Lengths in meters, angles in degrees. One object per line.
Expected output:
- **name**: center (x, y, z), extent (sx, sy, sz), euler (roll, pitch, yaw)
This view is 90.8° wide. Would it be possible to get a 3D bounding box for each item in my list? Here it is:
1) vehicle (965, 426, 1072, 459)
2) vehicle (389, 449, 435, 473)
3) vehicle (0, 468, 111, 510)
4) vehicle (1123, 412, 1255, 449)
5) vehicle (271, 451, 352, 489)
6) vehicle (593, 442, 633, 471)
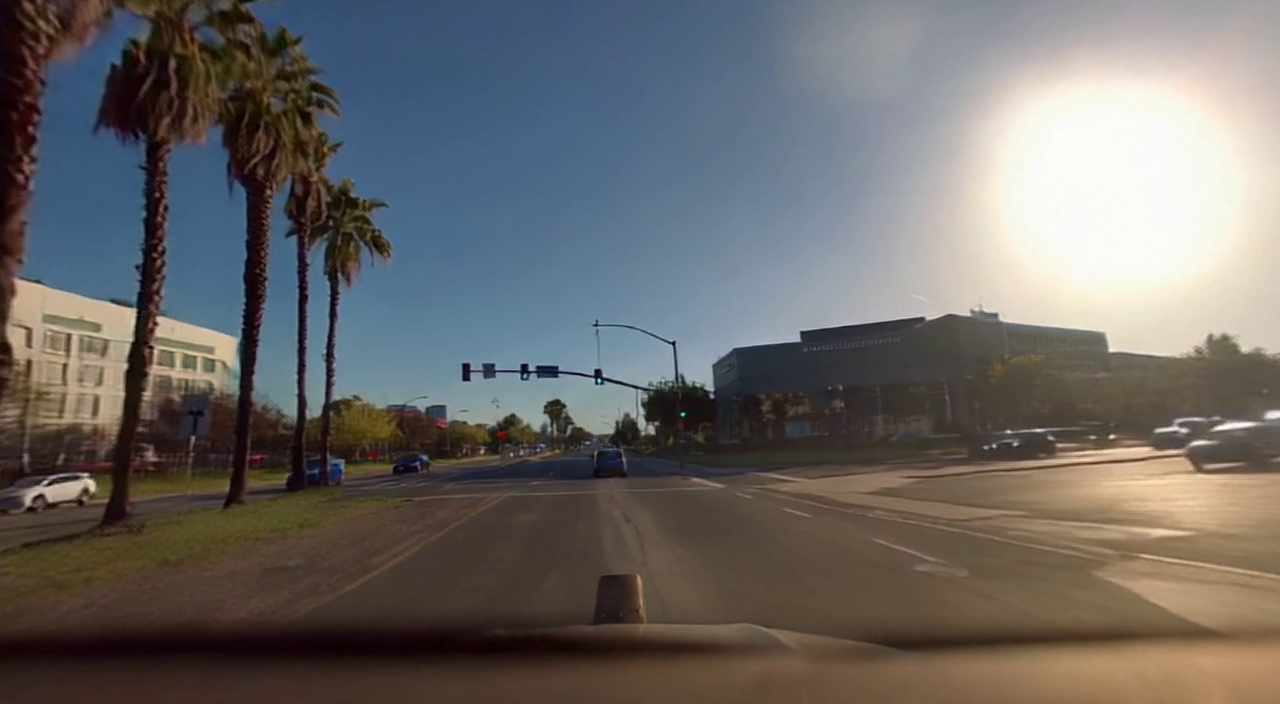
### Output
- **vehicle**: center (18.592, 4.464, 31.350), extent (2.046, 1.481, 4.936), euler (0, -8, -4)
- **vehicle**: center (-15.944, 7.630, 44.369), extent (2.033, 1.494, 4.048), euler (1, -8, -5)
- **vehicle**: center (-27.577, 6.251, 29.027), extent (2.026, 1.540, 4.468), euler (-3, -8, 21)
- **vehicle**: center (27.382, 3.972, 31.790), extent (1.919, 1.716, 4.946), euler (0, -8, -4)
- **vehicle**: center (-15.809, 5.660, 30.714), extent (2.027, 1.534, 4.779), euler (1, -8, -9)
- **vehicle**: center (-1.640, 5.952, 36.321), extent (1.969, 1.555, 4.431), euler (1, -8, -7)
